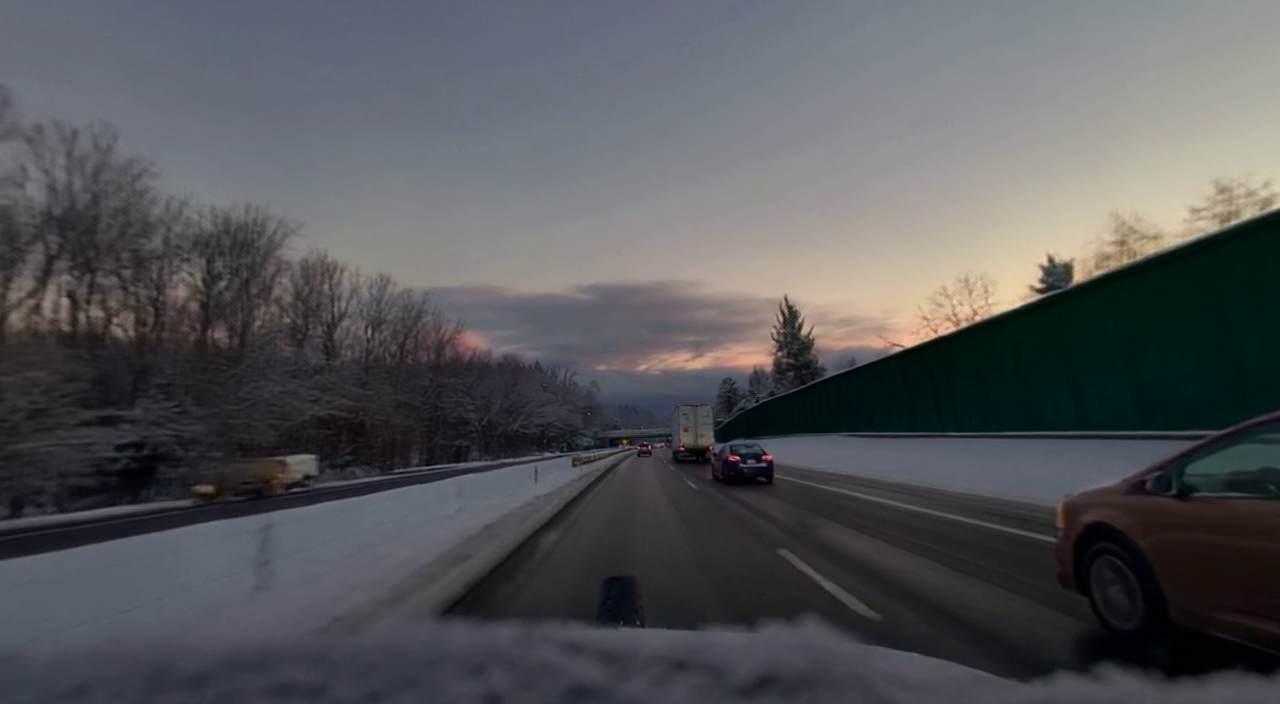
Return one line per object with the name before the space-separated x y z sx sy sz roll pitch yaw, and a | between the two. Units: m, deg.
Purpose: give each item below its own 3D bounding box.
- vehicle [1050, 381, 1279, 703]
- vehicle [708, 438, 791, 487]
vehicle | 3.984 0.849 2.477 1.940 1.539 4.005 0 -8 -2
vehicle | 3.649 3.762 21.851 2.000 1.473 4.440 0 -8 -2
